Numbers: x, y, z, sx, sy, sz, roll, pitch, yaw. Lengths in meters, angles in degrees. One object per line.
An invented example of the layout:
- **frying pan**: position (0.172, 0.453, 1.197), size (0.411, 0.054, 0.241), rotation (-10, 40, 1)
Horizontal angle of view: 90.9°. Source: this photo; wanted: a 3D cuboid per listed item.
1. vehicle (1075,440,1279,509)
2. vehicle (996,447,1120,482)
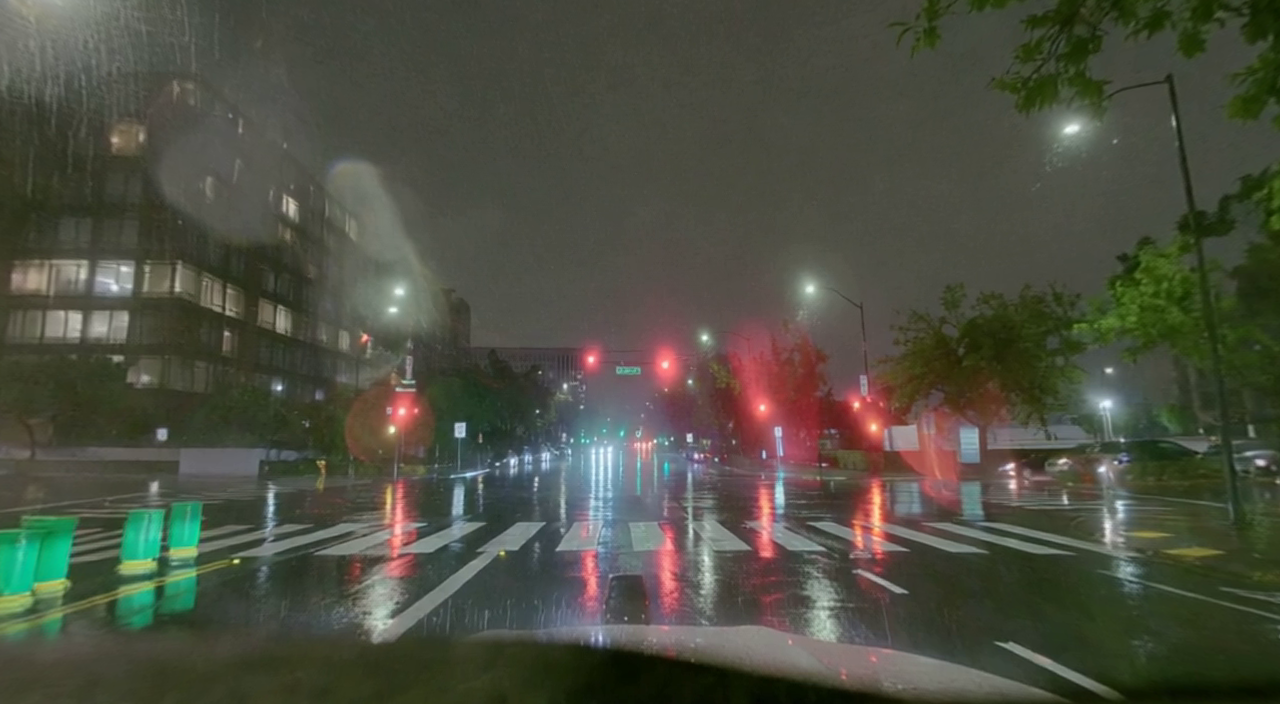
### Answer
- **vehicle**: position (12.996, 2.785, 14.562), size (4.424, 1.436, 1.804), rotation (-1, -8, 5)
- **vehicle**: position (19.622, 5.280, 29.756), size (4.368, 1.522, 1.972), rotation (-1, -8, 2)
